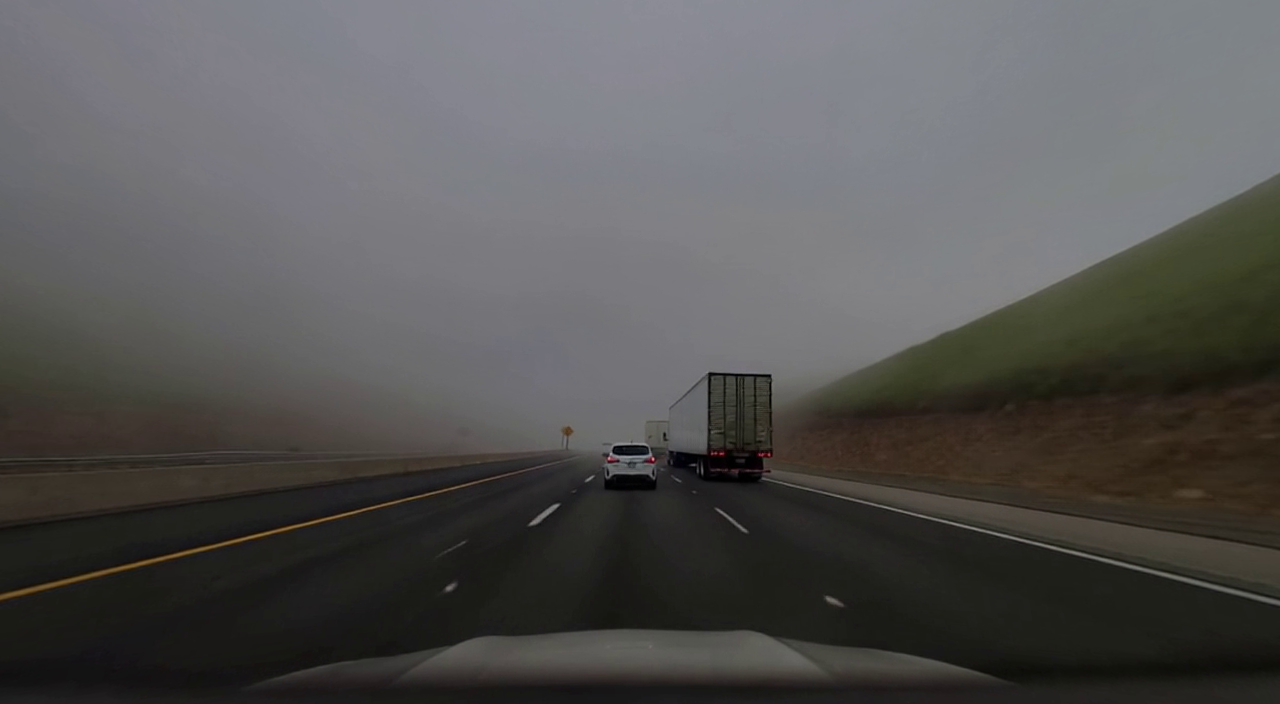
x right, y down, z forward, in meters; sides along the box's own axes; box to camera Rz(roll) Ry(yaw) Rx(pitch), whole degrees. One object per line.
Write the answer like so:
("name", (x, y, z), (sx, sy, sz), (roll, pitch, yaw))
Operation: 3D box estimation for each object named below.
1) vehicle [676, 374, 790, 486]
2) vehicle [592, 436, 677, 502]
("vehicle", (3.761, 3.865, 29.884), (2.812, 4.024, 14.098), (0, -9, -2))
("vehicle", (-0.165, 3.214, 17.702), (2.109, 1.639, 3.768), (0, -9, -1))
